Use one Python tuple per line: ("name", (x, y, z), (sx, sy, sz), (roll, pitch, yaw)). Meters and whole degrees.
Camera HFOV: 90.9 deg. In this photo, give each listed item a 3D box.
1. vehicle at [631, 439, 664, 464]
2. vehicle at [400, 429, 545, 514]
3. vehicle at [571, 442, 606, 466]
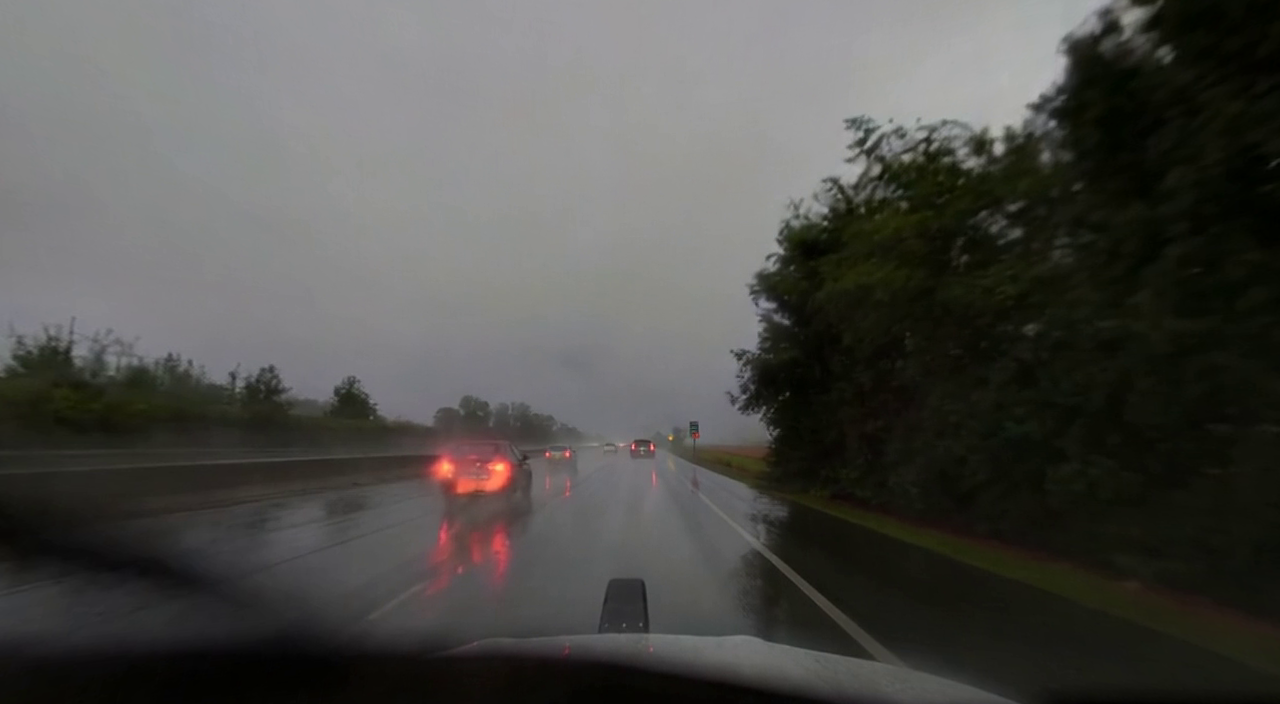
("vehicle", (0.483, 7.049, 44.948), (2.259, 1.697, 4.106), (0, -8, -1))
("vehicle", (-3.572, 2.631, 14.432), (2.028, 1.634, 4.441), (0, -8, 1))
("vehicle", (-3.432, 6.905, 42.926), (2.066, 1.497, 4.253), (0, -8, 0))
